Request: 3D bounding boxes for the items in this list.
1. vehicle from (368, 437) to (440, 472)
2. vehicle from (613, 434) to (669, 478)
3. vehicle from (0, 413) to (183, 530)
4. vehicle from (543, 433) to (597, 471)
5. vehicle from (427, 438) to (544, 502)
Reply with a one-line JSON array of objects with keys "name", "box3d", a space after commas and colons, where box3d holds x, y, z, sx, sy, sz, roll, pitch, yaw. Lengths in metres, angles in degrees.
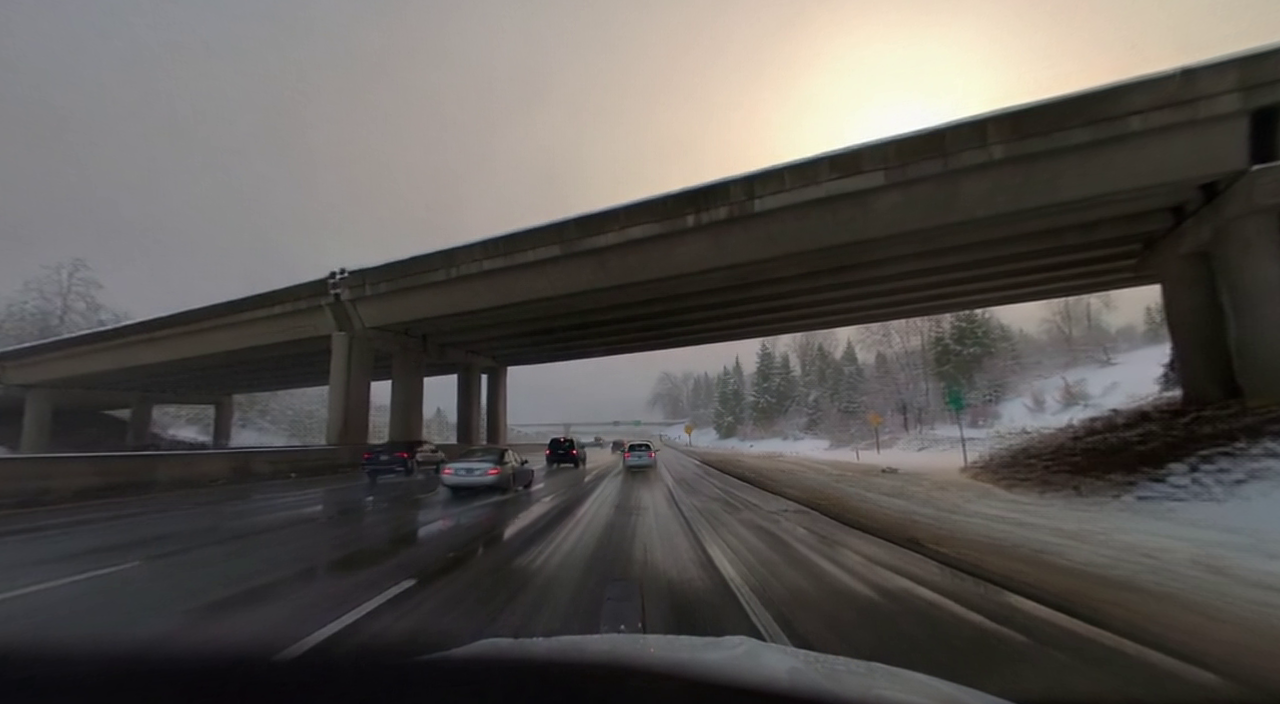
[{"name": "vehicle", "box3d": [-11.954, 5.190, 32.090, 1.954, 1.640, 4.339, 0, -8, 0]}, {"name": "vehicle", "box3d": [0.040, 4.316, 26.378, 2.160, 1.678, 4.178, 0, -8, 0]}, {"name": "vehicle", "box3d": [-11.059, 2.062, 11.118, 2.119, 1.816, 5.019, 0, -8, 0]}, {"name": "vehicle", "box3d": [-3.632, 5.268, 33.365, 2.237, 1.841, 4.683, 0, -8, 1]}, {"name": "vehicle", "box3d": [-4.009, 3.124, 17.144, 1.997, 1.490, 4.471, 0, -8, 1]}]
